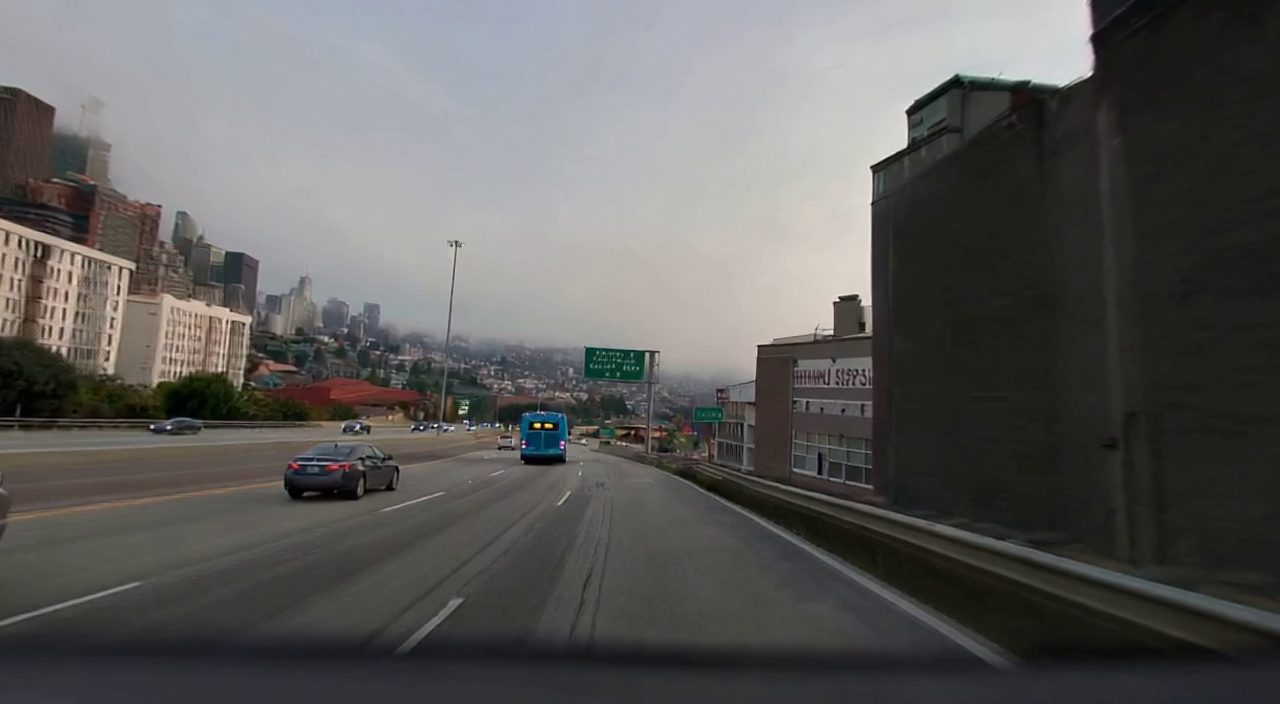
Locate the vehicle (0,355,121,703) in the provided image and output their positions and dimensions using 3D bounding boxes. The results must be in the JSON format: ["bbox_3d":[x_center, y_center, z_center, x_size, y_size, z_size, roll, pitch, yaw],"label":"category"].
[{"bbox_3d":[-3.887,0.643,1.155,2.056,1.728,4.413,0,-9,0],"label":"vehicle"}]

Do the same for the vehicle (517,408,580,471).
[{"bbox_3d":[-5.092,4.783,34.601,2.888,2.944,8.373,2,-8,-9],"label":"vehicle"}]

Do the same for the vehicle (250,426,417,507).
[{"bbox_3d":[-7.319,2.778,15.665,1.993,1.690,4.450,0,-9,-2],"label":"vehicle"}]
